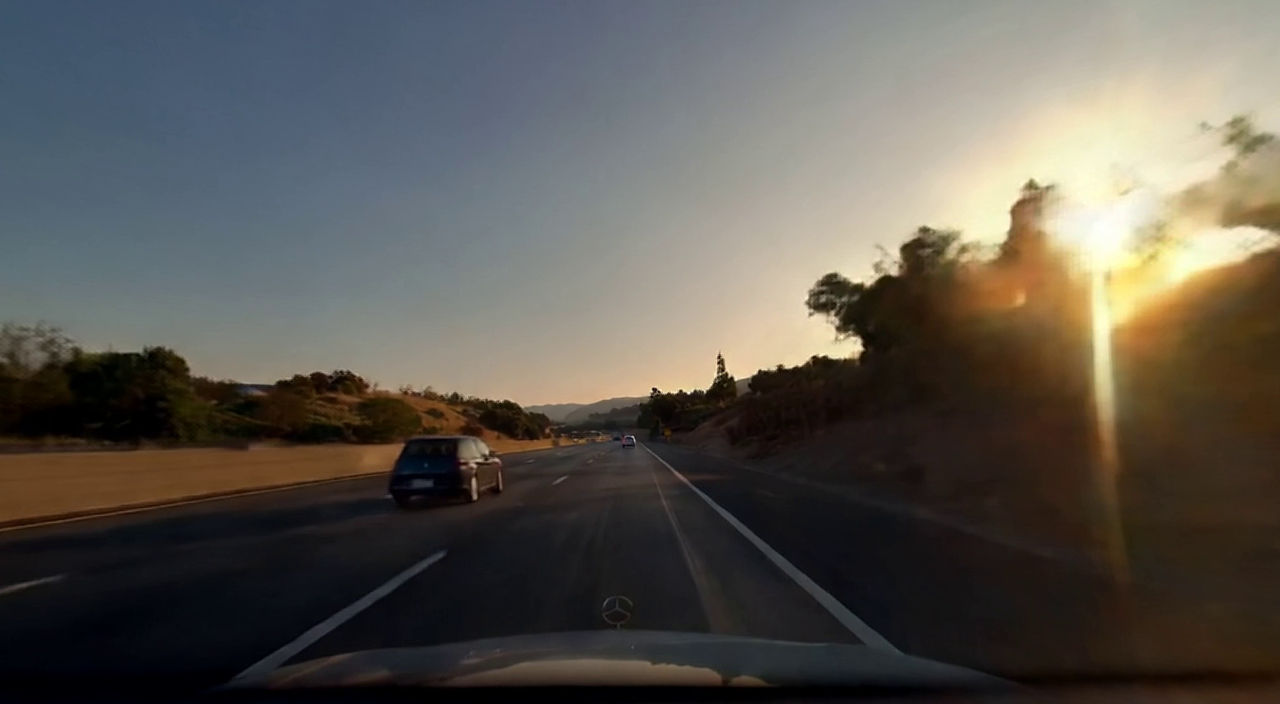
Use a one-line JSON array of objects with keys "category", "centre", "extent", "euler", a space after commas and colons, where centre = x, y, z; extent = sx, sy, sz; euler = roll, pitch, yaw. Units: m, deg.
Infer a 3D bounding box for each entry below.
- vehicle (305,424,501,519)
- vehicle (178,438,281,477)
[{"category": "vehicle", "centre": [-4.551, 2.356, 13.112], "extent": [2.129, 1.588, 4.980], "euler": [0, -8, 0]}, {"category": "vehicle", "centre": [-16.652, 4.249, 25.726], "extent": [1.710, 1.445, 3.666], "euler": [0, -8, -1]}]
